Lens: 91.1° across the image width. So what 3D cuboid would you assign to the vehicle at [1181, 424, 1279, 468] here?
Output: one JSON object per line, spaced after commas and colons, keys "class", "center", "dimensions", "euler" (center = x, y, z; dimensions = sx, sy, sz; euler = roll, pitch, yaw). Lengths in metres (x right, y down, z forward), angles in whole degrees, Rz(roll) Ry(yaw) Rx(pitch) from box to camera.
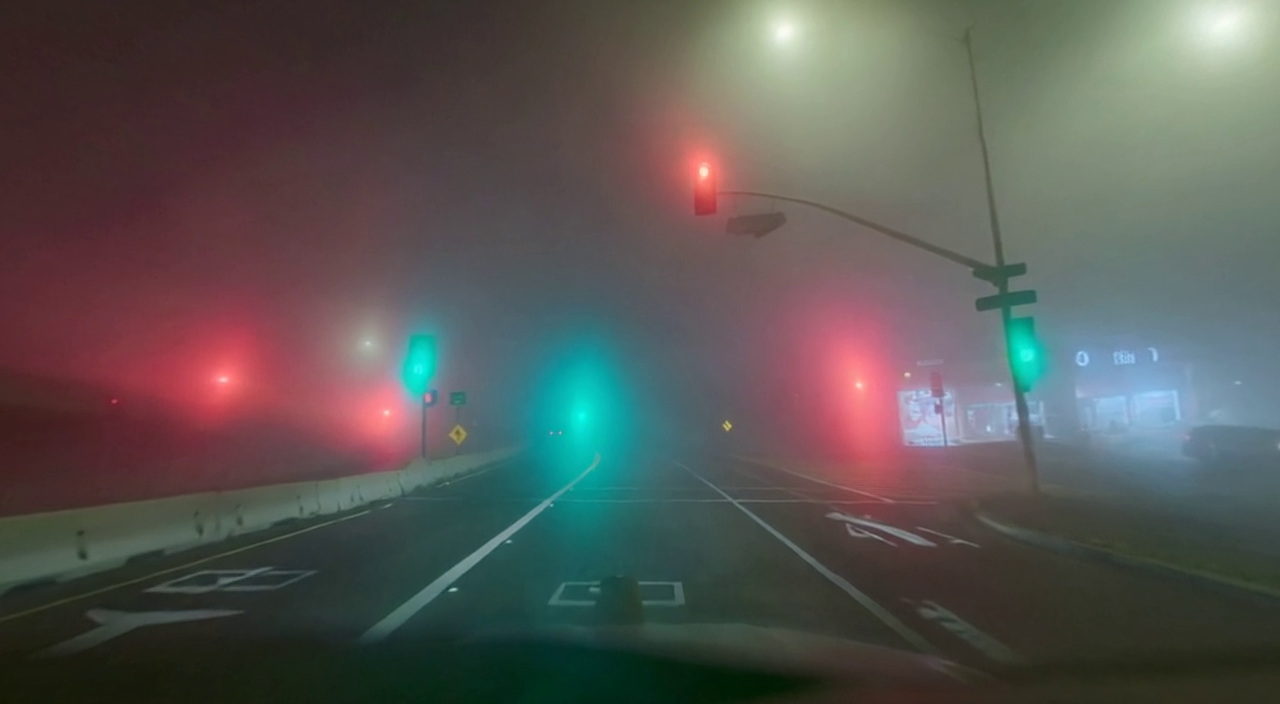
{"class": "vehicle", "center": [22.611, 3.424, 22.934], "dimensions": [1.717, 1.486, 3.824], "euler": [4, -10, -32]}
